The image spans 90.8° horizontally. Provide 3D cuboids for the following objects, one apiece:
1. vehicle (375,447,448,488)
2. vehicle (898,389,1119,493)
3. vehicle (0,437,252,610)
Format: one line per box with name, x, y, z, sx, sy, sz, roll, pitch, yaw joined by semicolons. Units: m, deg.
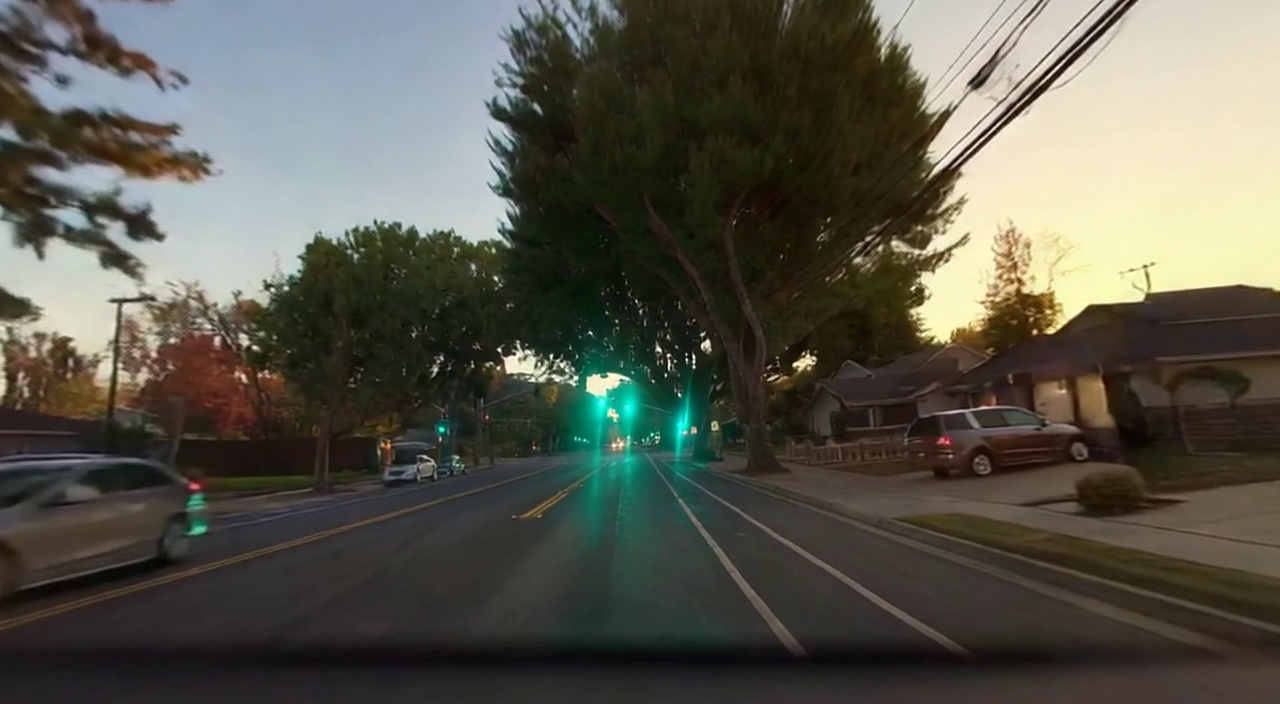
vehicle;-12.238;6.167;34.245;2.041;1.788;5.116;-7;-8;-2
vehicle;9.368;2.133;15.974;5.565;2.036;1.907;-1;-7;-27
vehicle;-7.129;1.916;7.399;2.142;1.611;4.890;-5;-8;0
